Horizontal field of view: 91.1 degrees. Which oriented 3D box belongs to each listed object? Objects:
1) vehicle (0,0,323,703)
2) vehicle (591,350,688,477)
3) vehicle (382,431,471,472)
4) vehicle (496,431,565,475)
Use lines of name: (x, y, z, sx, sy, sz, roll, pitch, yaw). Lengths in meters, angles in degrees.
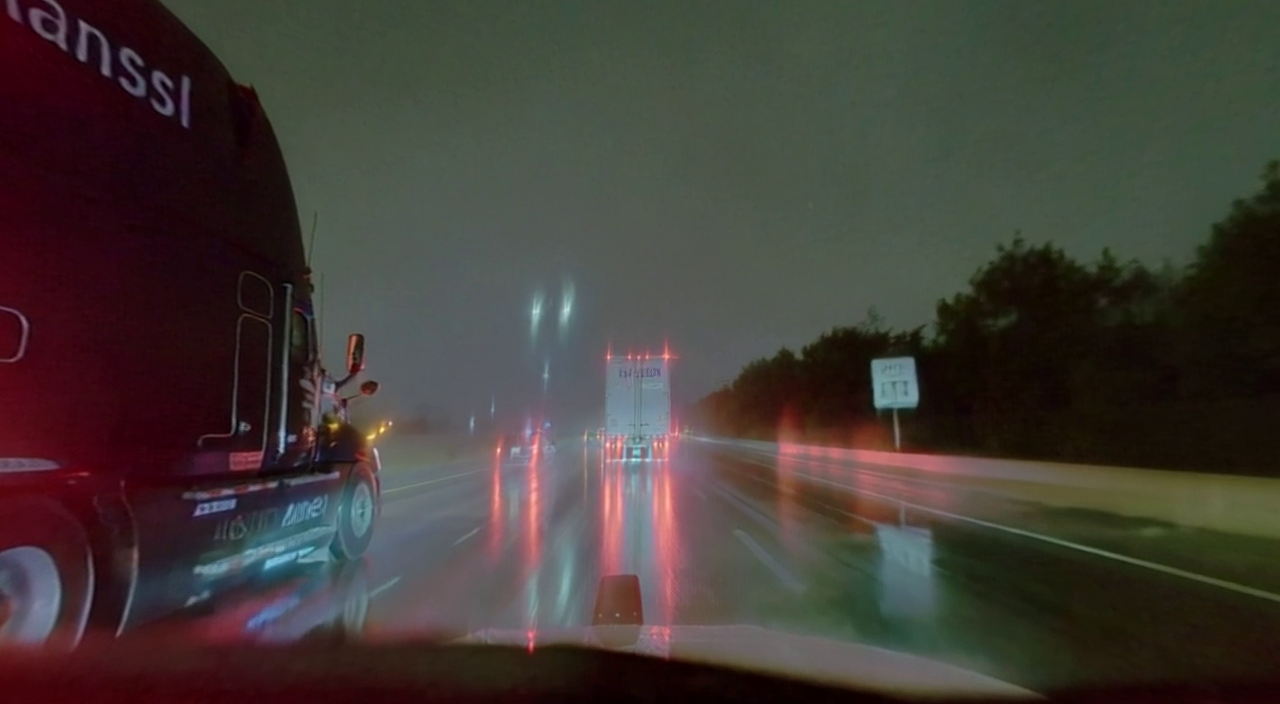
vehicle: (-4.303, -0.284, 2.581, 3.007, 4.031, 6.044, 0, -7, -3)
vehicle: (-0.222, 2.692, 25.824, 3.118, 4.106, 10.719, 0, -8, -2)
vehicle: (-8.436, 3.953, 25.339, 1.976, 1.510, 4.604, 0, -8, 0)
vehicle: (-4.018, 3.742, 23.653, 1.933, 1.492, 3.838, 0, -8, 0)
